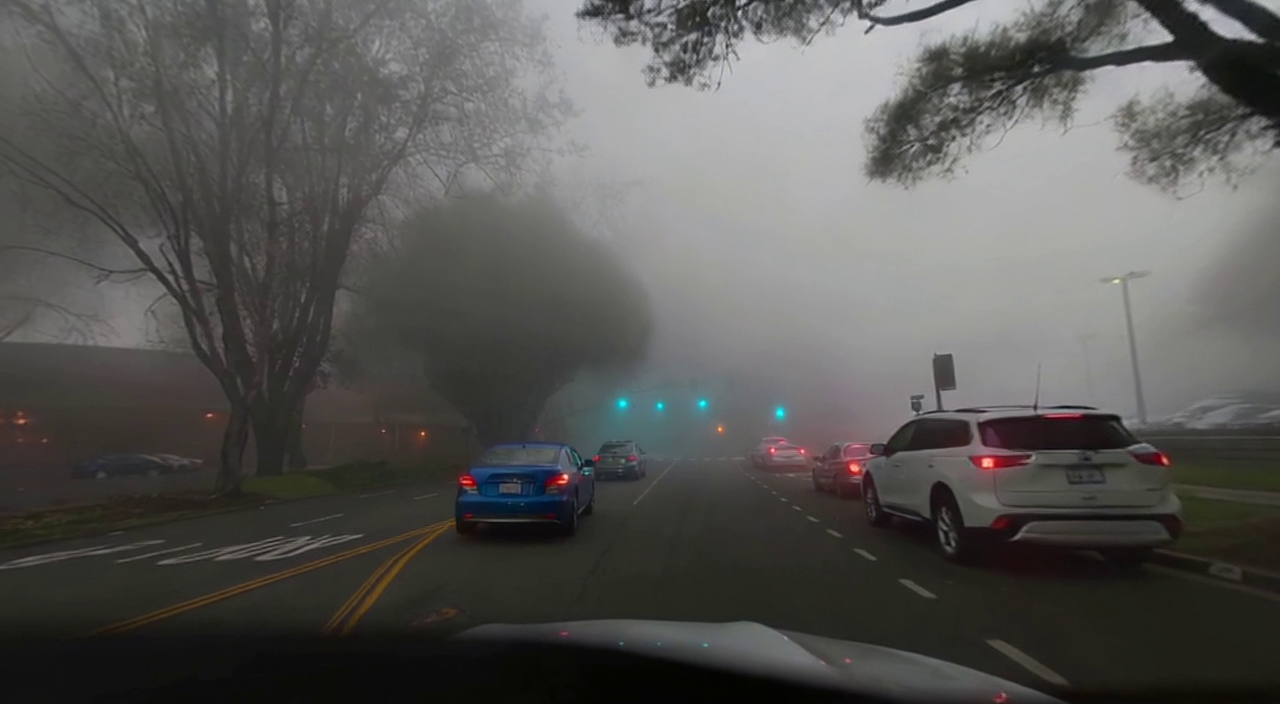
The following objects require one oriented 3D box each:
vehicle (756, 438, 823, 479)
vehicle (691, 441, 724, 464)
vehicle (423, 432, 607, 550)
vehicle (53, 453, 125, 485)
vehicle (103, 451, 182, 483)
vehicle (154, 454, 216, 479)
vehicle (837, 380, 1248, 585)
[{"bbox_3d":[5.852,4.207,25.283,1.910,1.493,4.490,-1,-8,4],"label":"vehicle"},{"bbox_3d":[4.545,6.860,43.296,2.095,1.473,4.301,-1,-8,4],"label":"vehicle"},{"bbox_3d":[-1.715,2.097,10.281,1.968,1.497,4.286,0,-8,2],"label":"vehicle"},{"bbox_3d":[-28.018,5.899,32.101,3.865,1.499,1.804,-6,-10,36],"label":"vehicle"},{"bbox_3d":[-27.575,6.320,34.978,4.127,1.583,1.978,-5,-10,31],"label":"vehicle"},{"bbox_3d":[-27.042,6.766,37.533,3.527,1.390,1.681,-5,-10,32],"label":"vehicle"},{"bbox_3d":[4.672,1.644,8.858,2.324,1.907,5.634,-1,-8,4],"label":"vehicle"}]
